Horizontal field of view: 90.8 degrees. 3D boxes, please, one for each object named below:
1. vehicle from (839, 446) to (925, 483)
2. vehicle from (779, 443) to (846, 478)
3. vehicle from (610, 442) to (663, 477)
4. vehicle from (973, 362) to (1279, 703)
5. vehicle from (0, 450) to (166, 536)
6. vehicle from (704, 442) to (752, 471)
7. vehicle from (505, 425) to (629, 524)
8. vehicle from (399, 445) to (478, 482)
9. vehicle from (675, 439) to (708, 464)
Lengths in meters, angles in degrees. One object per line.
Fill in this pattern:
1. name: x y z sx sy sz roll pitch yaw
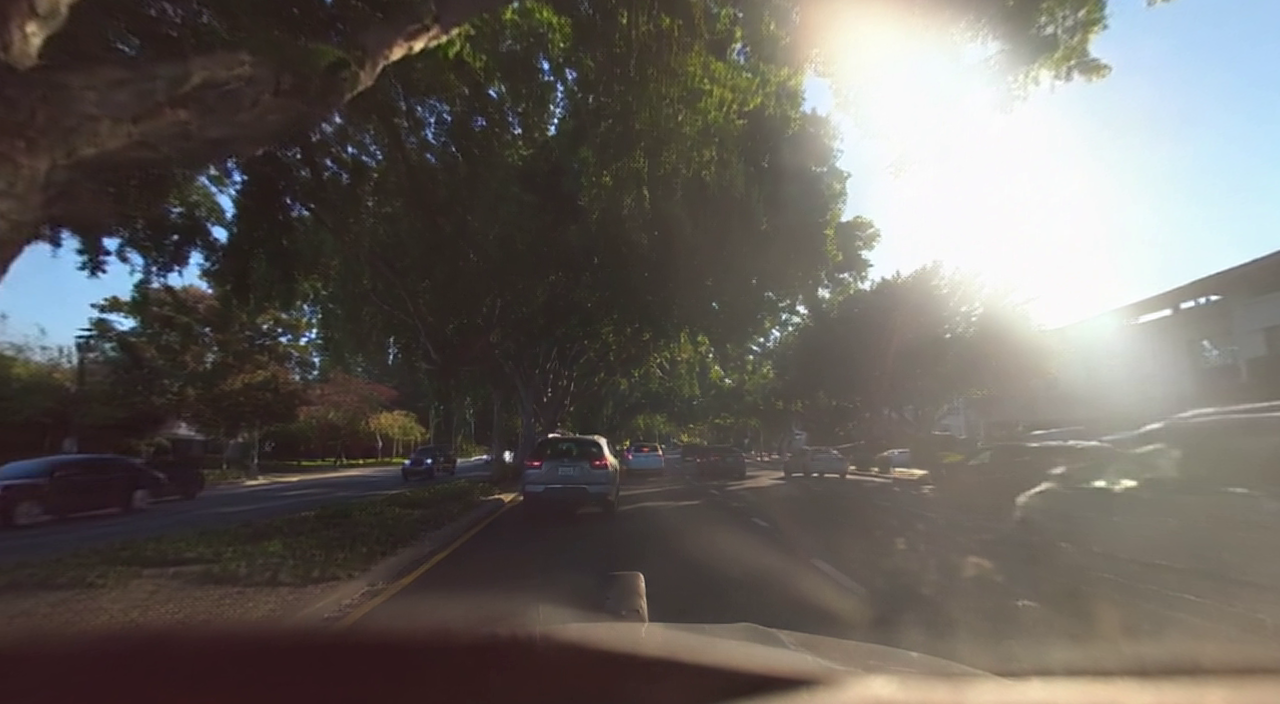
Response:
1. vehicle: 10.608 4.915 28.104 1.894 1.469 4.775 0 -8 0
2. vehicle: 7.849 4.966 29.170 1.977 1.485 4.308 0 -8 2
3. vehicle: -0.150 4.675 27.731 2.161 1.445 3.772 0 -8 0
4. vehicle: 4.028 0.963 3.245 2.220 1.715 4.335 0 -8 0
5. vehicle: -12.283 2.742 12.736 1.981 1.463 4.395 0 -8 1
6. vehicle: 4.889 5.851 35.595 2.175 1.477 4.520 0 -8 1
7. vehicle: -1.427 2.364 12.733 2.106 1.655 3.717 1 -8 -6
8. vehicle: -8.571 4.752 27.262 1.966 1.489 4.099 0 -8 1
9. vehicle: 3.950 7.735 49.487 2.114 1.846 4.659 0 -8 -1
